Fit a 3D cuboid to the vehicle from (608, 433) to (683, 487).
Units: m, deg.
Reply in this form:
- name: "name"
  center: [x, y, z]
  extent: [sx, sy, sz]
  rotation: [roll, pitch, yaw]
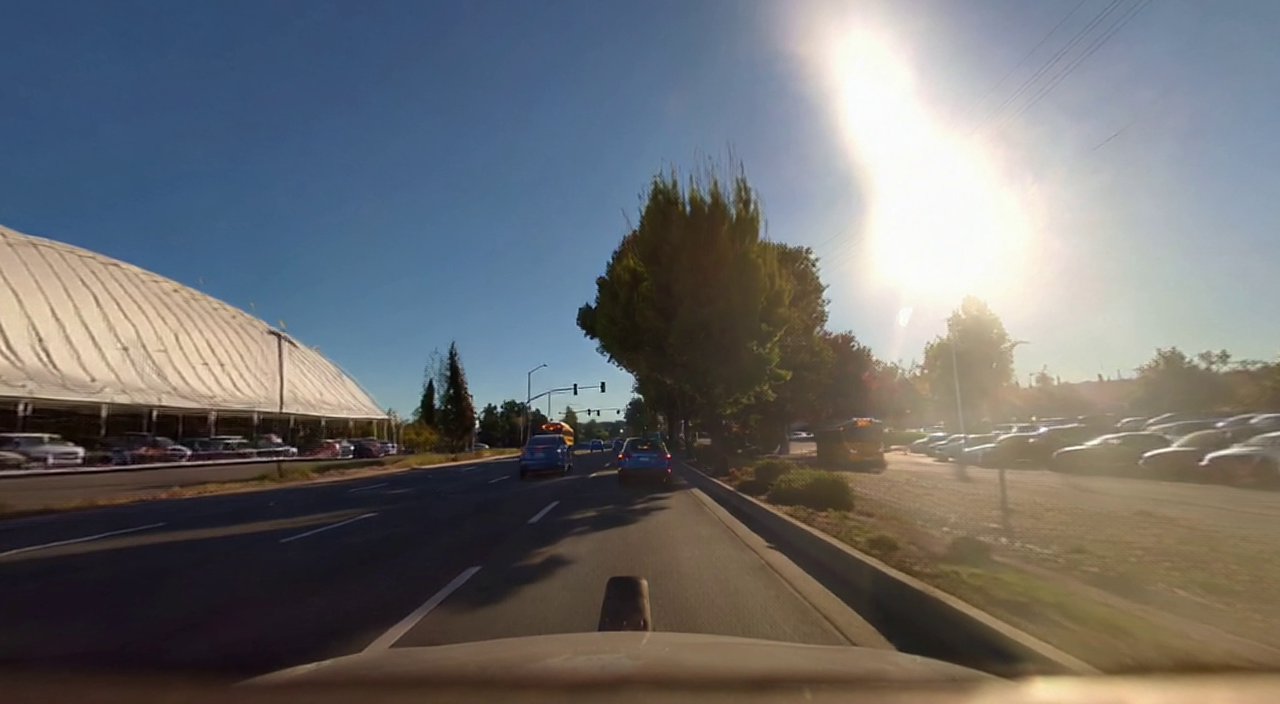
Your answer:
- name: "vehicle"
  center: [0.109, 3.370, 19.920]
  extent: [2.123, 1.498, 4.226]
  rotation: [0, -9, -1]

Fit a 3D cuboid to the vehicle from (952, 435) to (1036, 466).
- name: "vehicle"
  center: [18.475, 5.172, 33.165]
  extent: [1.826, 1.532, 4.290]
  rotation: [0, -9, -1]

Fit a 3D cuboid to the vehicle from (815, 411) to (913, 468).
- name: "vehicle"
  center: [11.555, 4.646, 33.213]
  extent: [2.754, 2.711, 6.196]
  rotation: [0, -9, 0]

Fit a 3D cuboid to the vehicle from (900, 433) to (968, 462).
- name: "vehicle"
  center: [18.288, 5.969, 39.527]
  extent: [1.841, 1.680, 4.842]
  rotation: [0, -9, -1]

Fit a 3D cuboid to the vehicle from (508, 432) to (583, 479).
- name: "vehicle"
  center: [-3.565, 4.013, 24.642]
  extent: [2.148, 1.636, 4.199]
  rotation: [0, -9, 2]

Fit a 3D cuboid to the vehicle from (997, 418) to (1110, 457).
- name: "vehicle"
  center: [23.765, 5.023, 36.685]
  extent: [2.225, 2.013, 6.379]
  rotation: [0, -9, -1]

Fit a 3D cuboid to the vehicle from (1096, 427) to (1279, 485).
- name: "vehicle"
  center: [18.484, 3.520, 21.591]
  extent: [1.965, 1.749, 4.838]
  rotation: [0, -9, -2]
